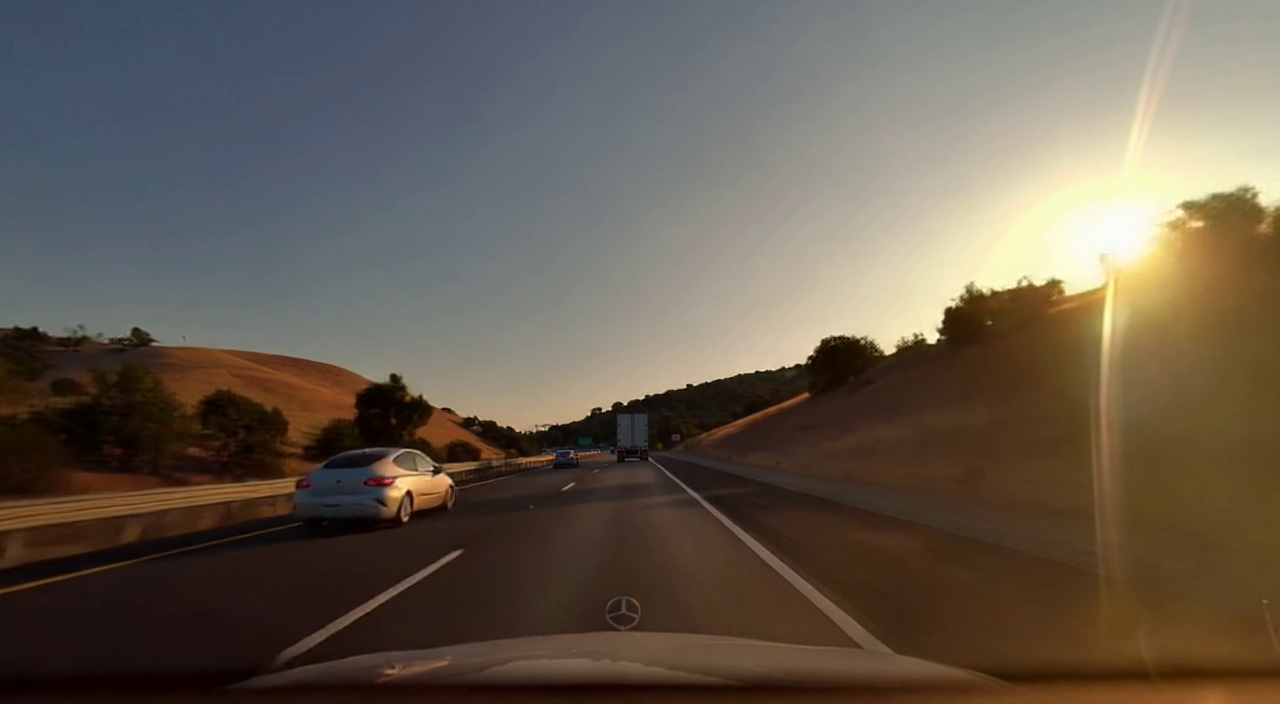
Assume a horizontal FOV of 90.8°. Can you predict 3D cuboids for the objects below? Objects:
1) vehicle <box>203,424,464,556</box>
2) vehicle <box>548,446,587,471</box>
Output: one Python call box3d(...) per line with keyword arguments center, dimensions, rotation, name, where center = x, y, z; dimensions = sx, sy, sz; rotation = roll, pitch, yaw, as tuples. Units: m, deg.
box3d(center=(-4.407, 2.041, 10.009), dimensions=(1.991, 1.618, 4.211), rotation=(0, -9, 0), name="vehicle")
box3d(center=(-4.495, 6.672, 39.704), dimensions=(1.978, 1.507, 4.062), rotation=(0, -9, 0), name="vehicle")
